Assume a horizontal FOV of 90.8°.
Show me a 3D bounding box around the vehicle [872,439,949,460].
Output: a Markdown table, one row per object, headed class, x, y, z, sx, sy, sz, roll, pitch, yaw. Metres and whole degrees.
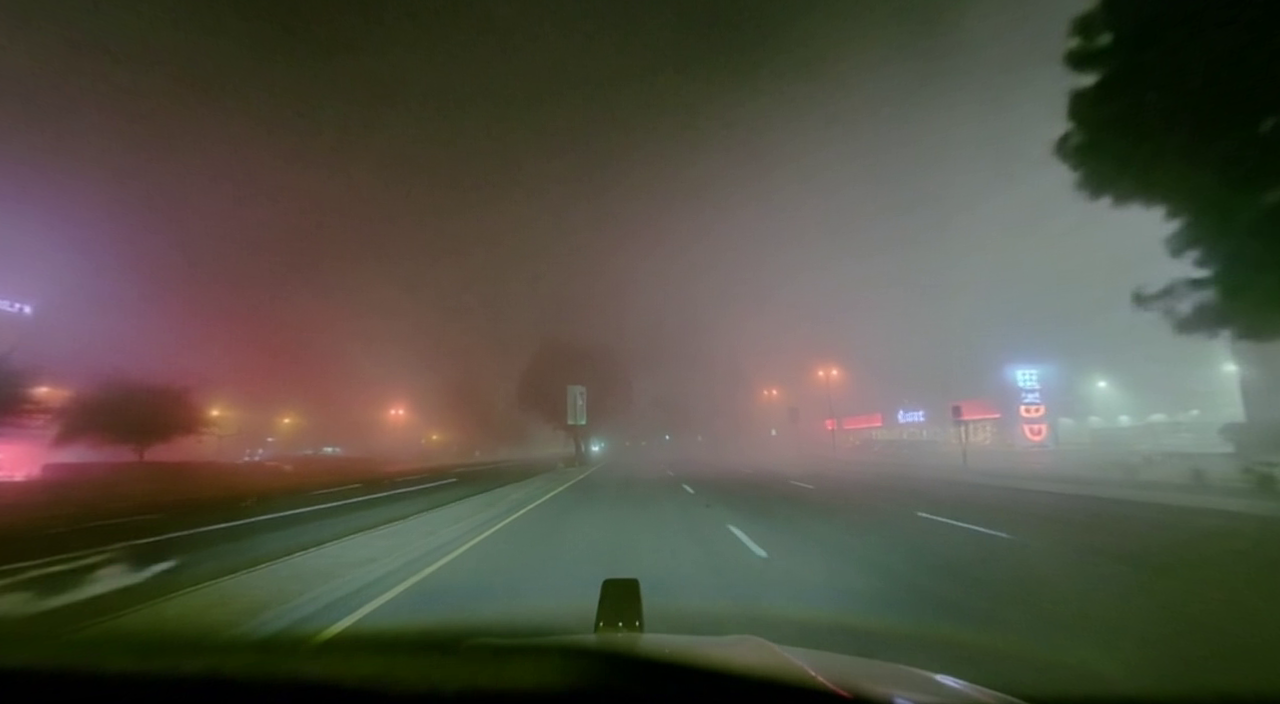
| class | x | y | z | sx | sy | sz | roll | pitch | yaw |
| --- | --- | --- | --- | --- | --- | --- | --- | --- | --- |
| vehicle | 20.096 | 7.268 | 47.053 | 4.805 | 1.473 | 2.046 | 0 | -8 | -3 |
